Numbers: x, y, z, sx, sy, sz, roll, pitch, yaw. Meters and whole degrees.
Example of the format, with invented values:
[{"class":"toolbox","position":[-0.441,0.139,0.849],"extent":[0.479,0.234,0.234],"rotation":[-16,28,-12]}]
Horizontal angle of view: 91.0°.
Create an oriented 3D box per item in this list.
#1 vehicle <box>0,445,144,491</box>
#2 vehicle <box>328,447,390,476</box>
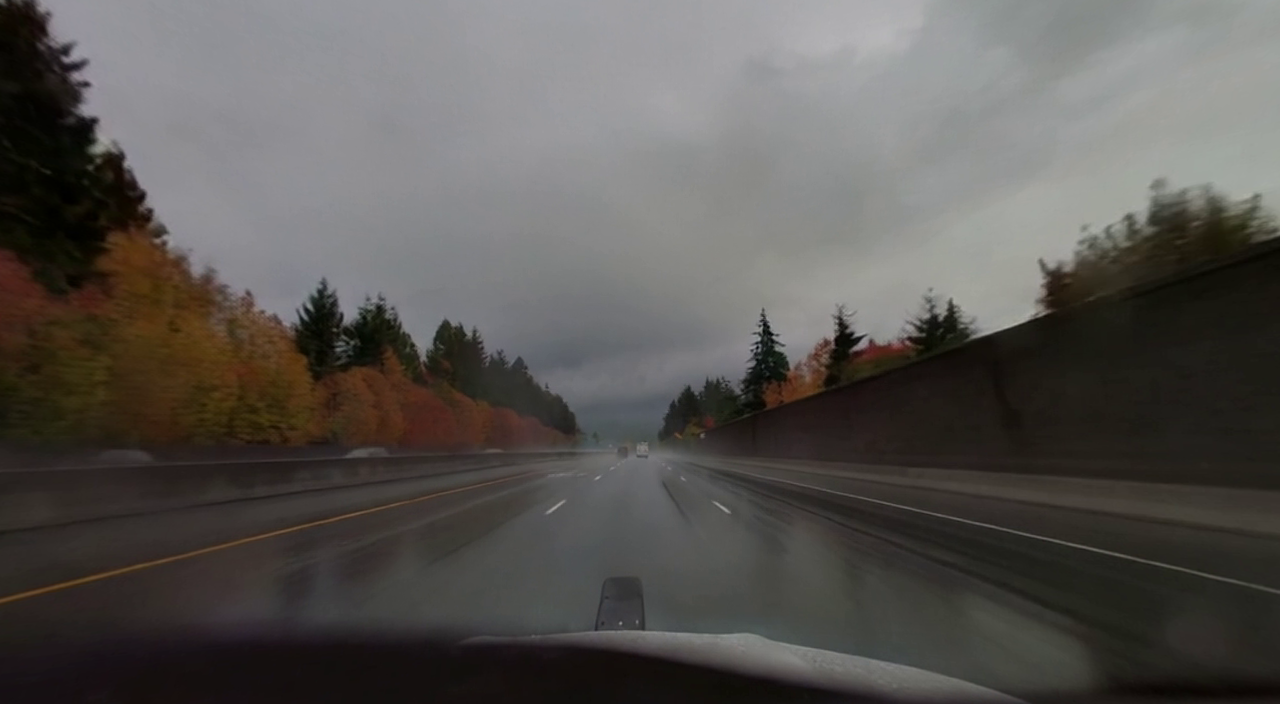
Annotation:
[{"class":"vehicle","position":[-21.269,4.283,23.662],"extent":[1.917,1.538,3.992],"rotation":[0,-8,0]},{"class":"vehicle","position":[-14.378,5.606,32.388],"extent":[1.520,1.405,3.431],"rotation":[0,-9,1]}]
